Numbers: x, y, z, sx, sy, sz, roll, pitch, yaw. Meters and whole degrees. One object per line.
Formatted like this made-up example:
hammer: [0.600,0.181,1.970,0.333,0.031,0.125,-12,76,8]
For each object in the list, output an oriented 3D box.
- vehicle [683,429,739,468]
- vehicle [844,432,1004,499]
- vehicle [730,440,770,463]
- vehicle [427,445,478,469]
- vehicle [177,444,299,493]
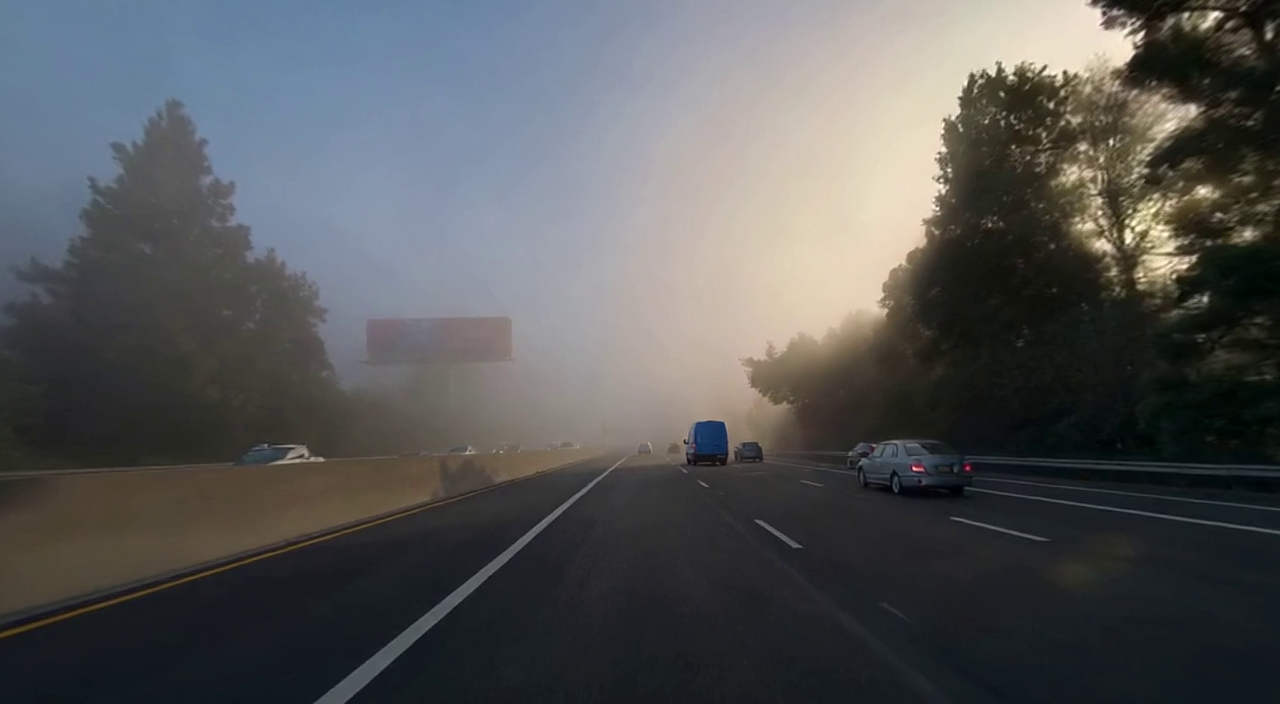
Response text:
vehicle: [4.129,5.725,37.427,2.546,2.087,5.404,0,-8,-2]
vehicle: [7.335,2.975,16.942,2.003,1.517,4.936,0,-8,0]
vehicle: [7.680,6.971,44.161,2.099,1.510,3.784,0,-8,-1]
vehicle: [-13.588,7.635,45.811,2.213,1.636,4.641,-1,-8,1]
vehicle: [-18.529,5.354,29.319,2.390,1.916,5.057,-4,-8,0]
